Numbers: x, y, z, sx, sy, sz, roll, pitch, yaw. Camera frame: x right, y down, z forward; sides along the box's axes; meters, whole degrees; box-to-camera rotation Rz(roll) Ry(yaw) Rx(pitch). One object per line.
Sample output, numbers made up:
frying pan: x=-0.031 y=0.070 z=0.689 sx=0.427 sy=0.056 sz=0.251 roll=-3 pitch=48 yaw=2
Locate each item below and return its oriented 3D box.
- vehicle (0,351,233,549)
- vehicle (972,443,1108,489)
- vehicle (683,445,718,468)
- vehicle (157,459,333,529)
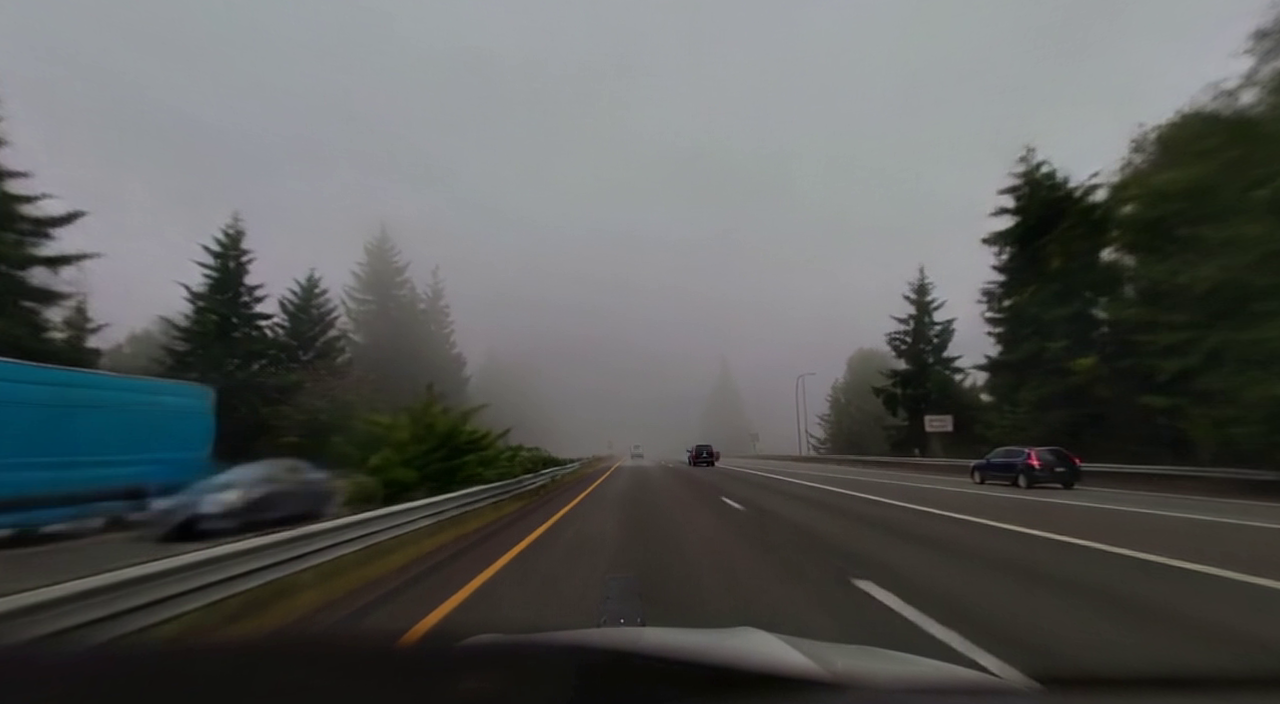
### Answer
vehicle: x=-13.528 y=1.851 z=11.883 sx=2.869 sy=3.713 sz=13.278 roll=0 pitch=-9 yaw=0
vehicle: x=13.357 y=3.825 z=21.361 sx=1.926 sy=1.386 sz=3.719 roll=1 pitch=-9 yaw=-5
vehicle: x=4.340 y=7.593 z=45.875 sx=2.058 sy=1.605 sz=4.116 roll=0 pitch=-9 yaw=-2
vehicle: x=-9.519 y=3.406 z=15.631 sx=1.840 sy=1.440 sz=3.882 roll=0 pitch=-9 yaw=0
